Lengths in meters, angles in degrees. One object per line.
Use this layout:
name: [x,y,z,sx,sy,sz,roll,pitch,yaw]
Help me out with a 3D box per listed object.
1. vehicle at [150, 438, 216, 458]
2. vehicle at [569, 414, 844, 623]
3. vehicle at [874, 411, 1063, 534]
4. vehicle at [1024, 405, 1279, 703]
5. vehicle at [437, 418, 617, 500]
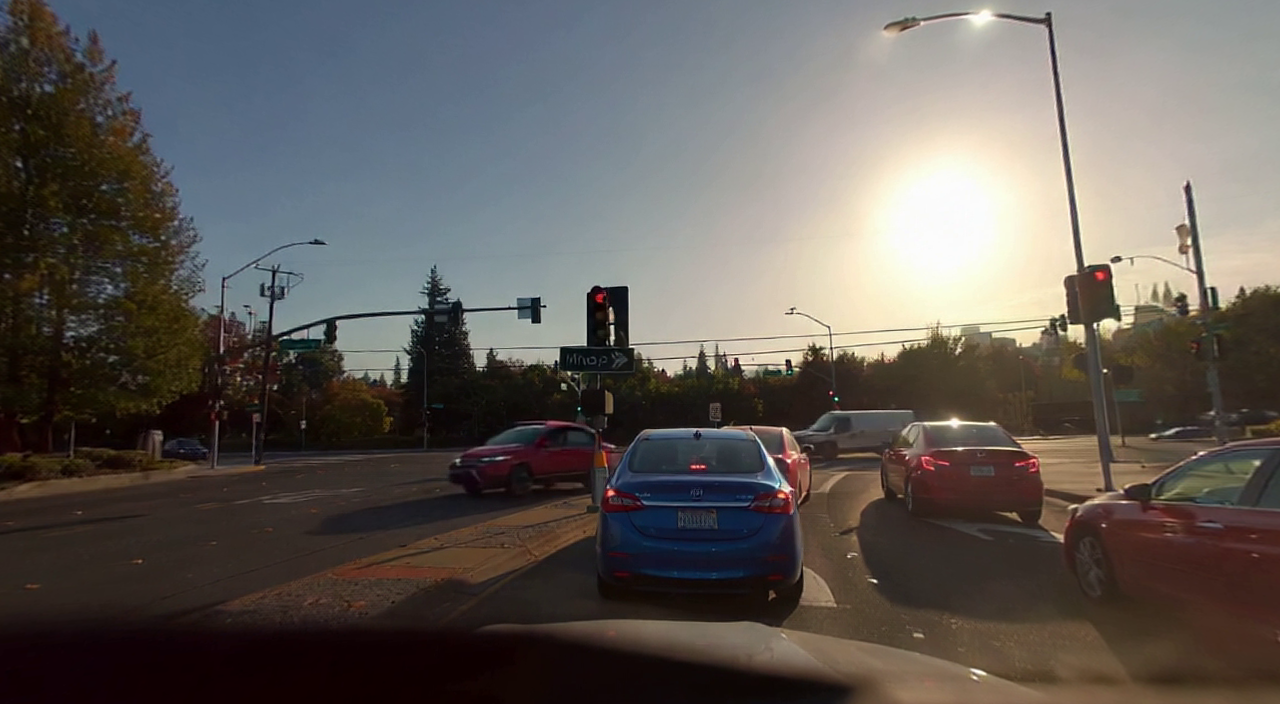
vehicle: [-35.380,7.440,48.637,1.652,1.433,3.733,-7,-11,40]
vehicle: [0.854,1.500,6.683,2.052,1.483,3.928,-2,-8,12]
vehicle: [5.532,2.044,11.282,2.102,1.717,4.373,-2,-9,16]
vehicle: [4.244,1.057,3.358,1.954,1.508,4.441,-1,-8,6]
vehicle: [-2.408,2.455,14.813,1.918,1.589,4.556,-4,-9,24]
